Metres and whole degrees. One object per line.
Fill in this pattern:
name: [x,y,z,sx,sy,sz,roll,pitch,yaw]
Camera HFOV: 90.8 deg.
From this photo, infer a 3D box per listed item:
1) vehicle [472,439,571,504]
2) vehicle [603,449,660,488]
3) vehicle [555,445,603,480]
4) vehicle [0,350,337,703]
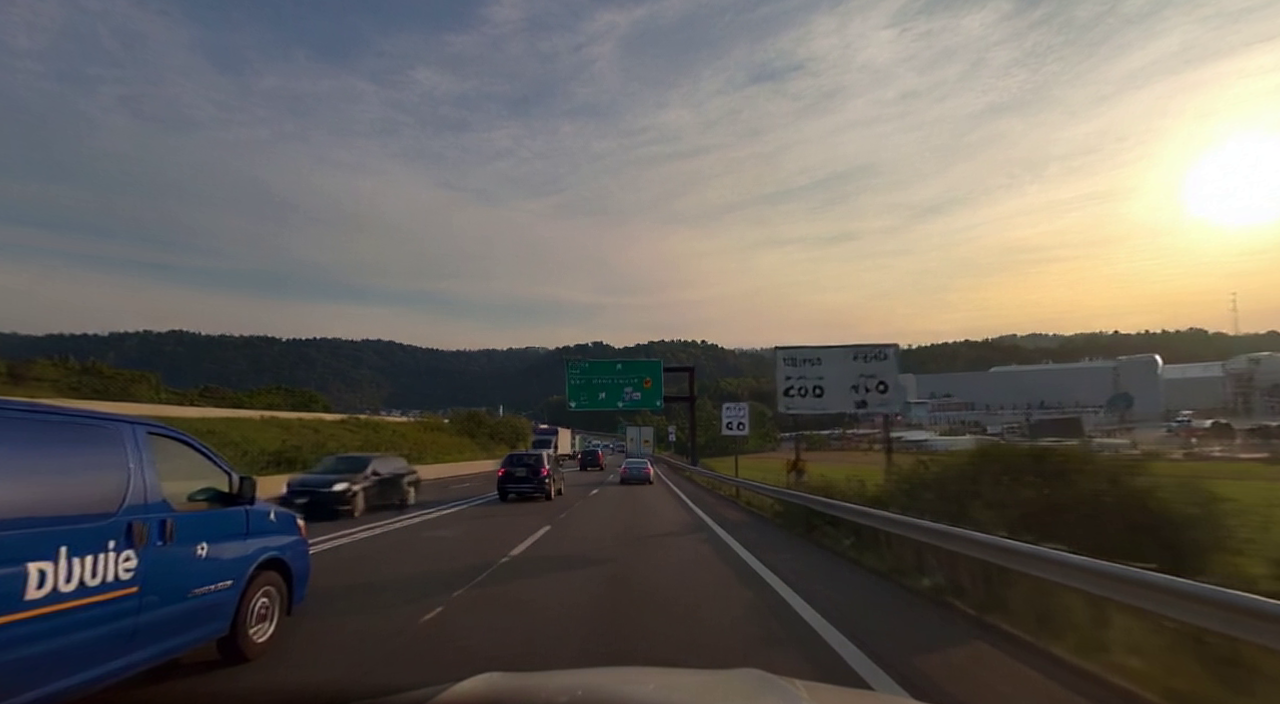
vehicle: [-3.198,3.323,17.978,1.937,1.600,4.141,0,-9,1]
vehicle: [-0.298,4.587,25.129,2.095,1.393,3.908,0,-9,0]
vehicle: [-3.053,5.636,32.385,1.994,1.663,4.047,0,-9,1]
vehicle: [-3.274,0.858,2.243,2.117,1.688,4.582,0,-9,0]
